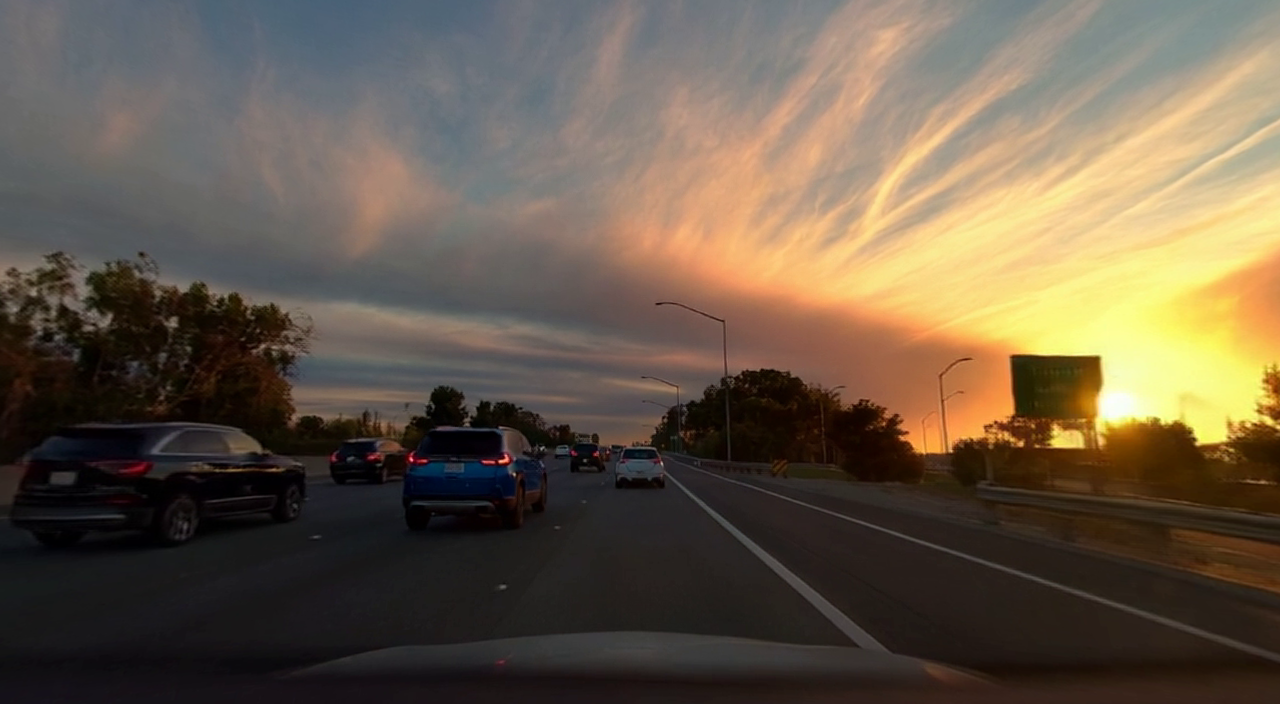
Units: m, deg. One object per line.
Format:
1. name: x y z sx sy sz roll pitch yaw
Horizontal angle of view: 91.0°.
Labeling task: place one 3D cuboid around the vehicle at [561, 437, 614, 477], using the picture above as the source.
1. vehicle: -2.464 5.104 30.745 2.125 1.771 4.721 0 -9 0

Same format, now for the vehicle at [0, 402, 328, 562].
1. vehicle: -7.064 1.846 9.600 2.162 1.823 4.566 0 -9 1

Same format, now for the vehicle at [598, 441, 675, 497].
1. vehicle: -0.120 3.446 18.976 2.068 1.488 4.045 0 -9 -1

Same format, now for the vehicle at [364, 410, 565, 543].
1. vehicle: -2.641 2.009 10.692 2.123 1.798 4.108 0 -9 1
